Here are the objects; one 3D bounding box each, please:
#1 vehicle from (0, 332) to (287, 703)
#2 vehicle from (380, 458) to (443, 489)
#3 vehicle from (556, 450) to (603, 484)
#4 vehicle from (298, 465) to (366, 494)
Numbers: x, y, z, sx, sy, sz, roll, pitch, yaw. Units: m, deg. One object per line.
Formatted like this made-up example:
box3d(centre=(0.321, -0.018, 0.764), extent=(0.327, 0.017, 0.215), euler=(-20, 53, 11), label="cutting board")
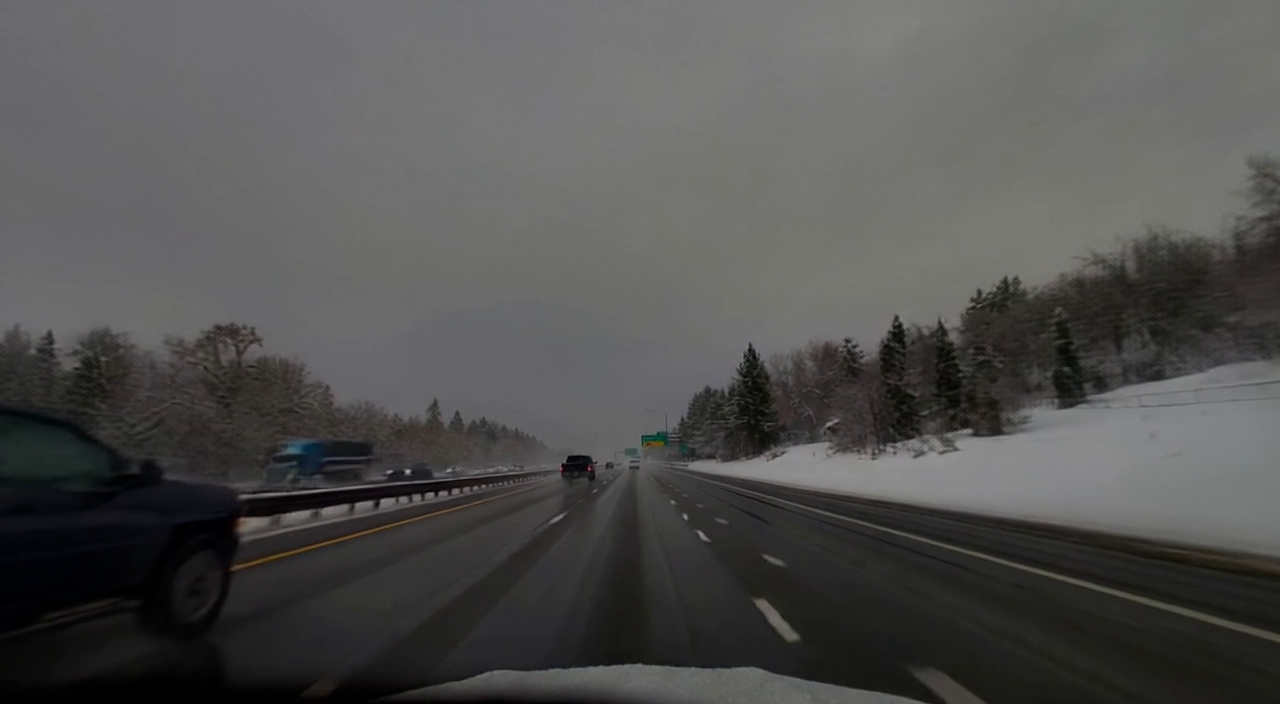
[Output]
box3d(centre=(-3.878, 0.791, 2.343), extent=(2.272, 1.873, 4.832), euler=(1, -10, 0), label="vehicle")
box3d(centre=(-12.596, 6.721, 34.968), extent=(1.946, 1.599, 4.078), euler=(1, -10, 0), label="vehicle")
box3d(centre=(-3.631, 7.033, 38.530), extent=(2.390, 1.879, 4.423), euler=(1, -10, 0), label="vehicle")
box3d(centre=(-16.681, 6.892, 34.281), extent=(1.738, 1.447, 3.731), euler=(1, -10, 0), label="vehicle")
